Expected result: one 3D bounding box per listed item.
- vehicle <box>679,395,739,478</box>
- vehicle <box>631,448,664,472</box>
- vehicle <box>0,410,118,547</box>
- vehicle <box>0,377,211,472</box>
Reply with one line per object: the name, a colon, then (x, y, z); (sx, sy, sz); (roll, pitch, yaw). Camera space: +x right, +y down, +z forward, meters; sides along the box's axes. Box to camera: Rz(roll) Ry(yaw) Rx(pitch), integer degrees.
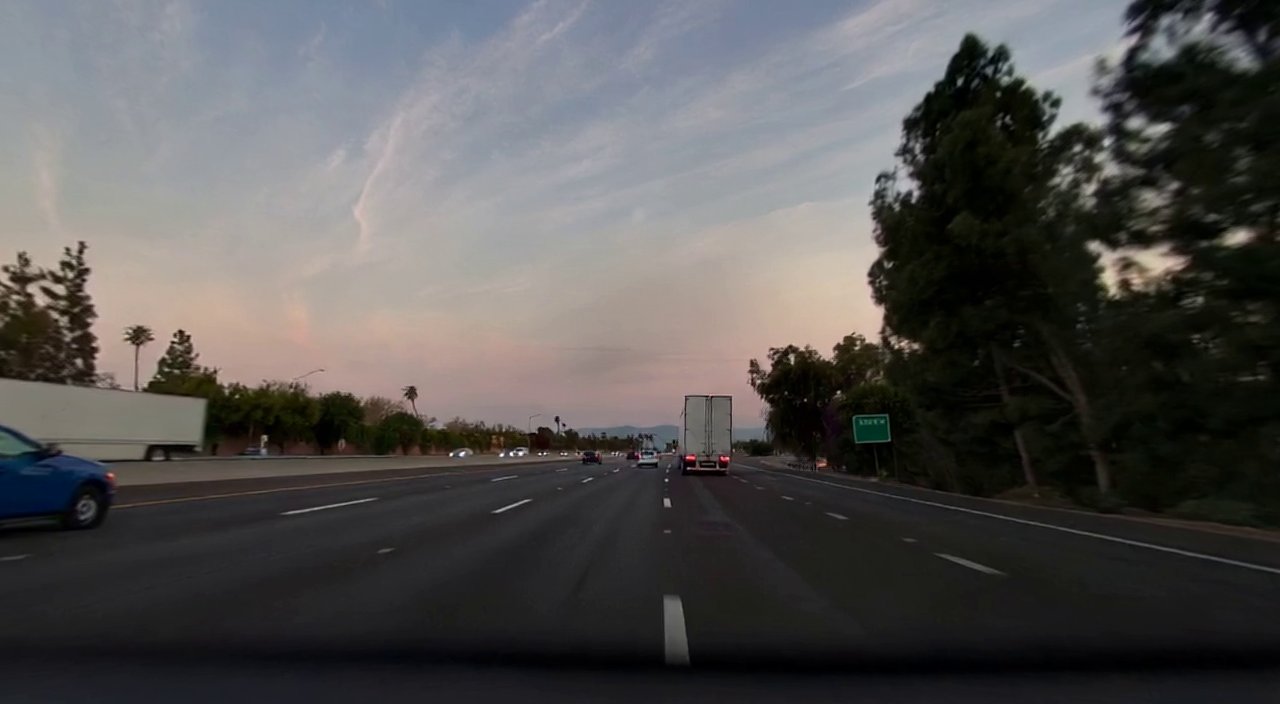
vehicle: (4.017, 5.431, 40.121); (2.891, 4.123, 16.415); (1, -8, 3)
vehicle: (0.576, 7.935, 46.488); (2.287, 1.689, 4.307); (0, -9, 3)
vehicle: (-9.288, 1.486, 7.190); (2.264, 1.728, 4.940); (0, -9, 2)
vehicle: (-32.784, 4.421, 36.634); (3.050, 4.632, 16.557); (-1, -9, 4)
